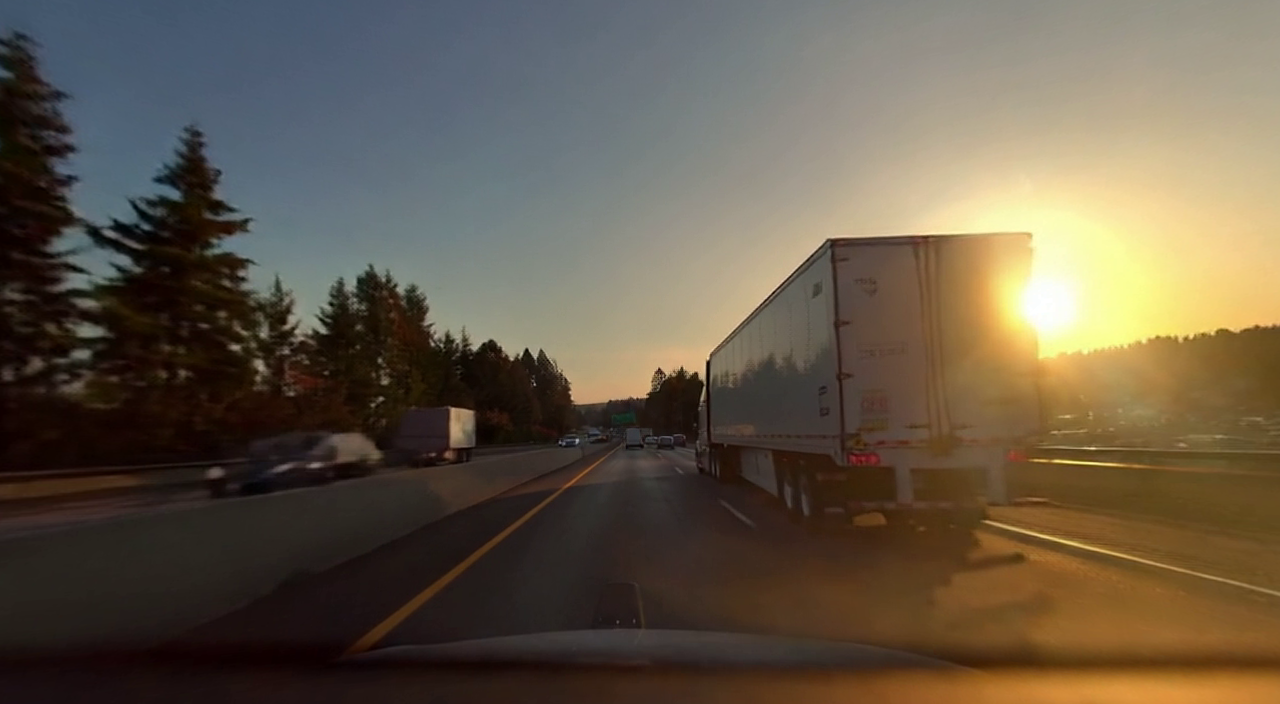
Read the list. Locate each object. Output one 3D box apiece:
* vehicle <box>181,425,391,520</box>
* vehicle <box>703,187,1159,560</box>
[{"bbox_3d":[-7.918,2.680,14.802,2.346,1.838,4.576,1,-7,-2],"label":"vehicle"},{"bbox_3d":[3.698,1.082,13.598,3.038,3.975,13.887,0,-8,-1],"label":"vehicle"}]
